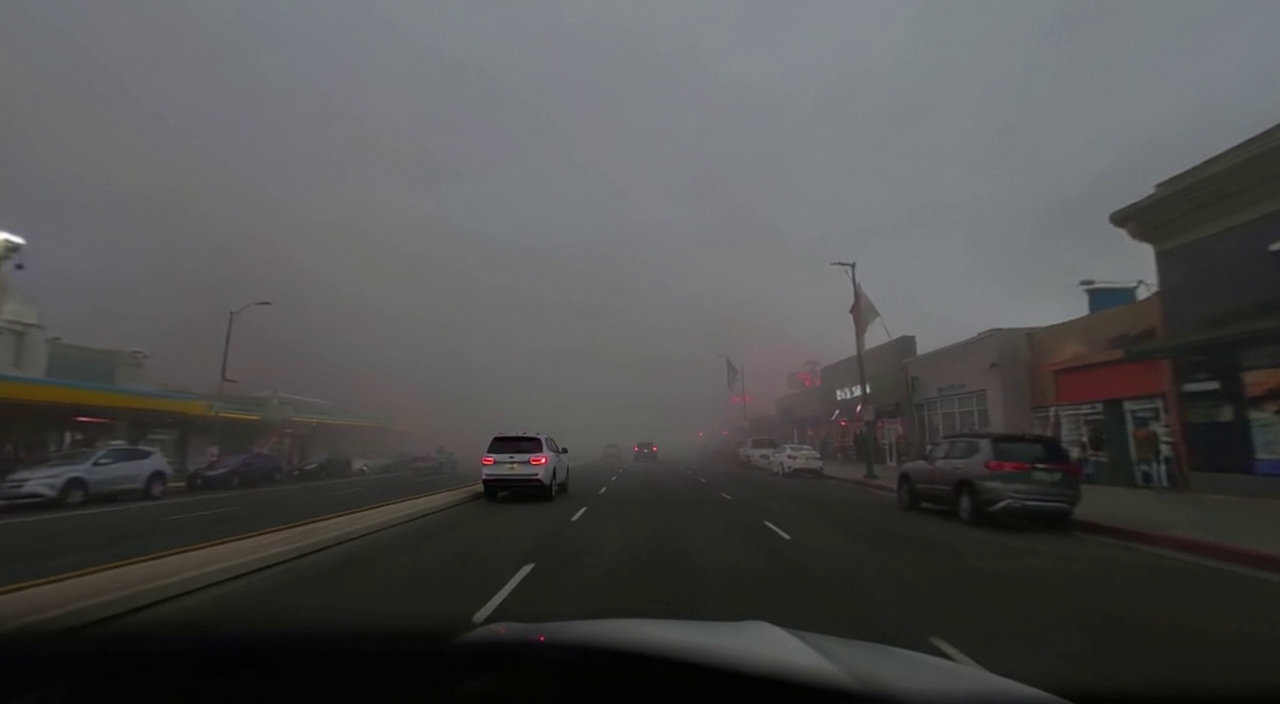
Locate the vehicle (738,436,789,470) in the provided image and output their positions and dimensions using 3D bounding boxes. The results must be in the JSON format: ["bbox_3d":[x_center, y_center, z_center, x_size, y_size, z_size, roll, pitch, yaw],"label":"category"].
[{"bbox_3d":[7.111,5.869,36.848,2.005,1.858,5.253,0,-9,0],"label":"vehicle"}]

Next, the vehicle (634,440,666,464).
[{"bbox_3d":[0.641,6.613,41.748,2.037,1.484,4.073,0,-9,0],"label":"vehicle"}]

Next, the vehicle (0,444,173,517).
[{"bbox_3d":[-17.078,3.756,19.018,2.293,1.736,4.871,-2,-6,0],"label":"vehicle"}]

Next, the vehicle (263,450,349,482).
[{"bbox_3d":[-17.007,5.809,32.362,1.788,1.475,4.737,0,-9,1],"label":"vehicle"}]

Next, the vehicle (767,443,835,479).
[{"bbox_3d":[7.048,4.801,28.032,1.871,1.478,4.272,0,-9,0],"label":"vehicle"}]

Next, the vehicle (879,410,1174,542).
[{"bbox_3d":[6.431,2.130,11.491,2.098,1.845,5.117,0,-9,0],"label":"vehicle"}]

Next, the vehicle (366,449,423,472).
[{"bbox_3d":[-16.656,7.354,43.033,2.046,1.458,4.539,0,-9,0],"label":"vehicle"}]

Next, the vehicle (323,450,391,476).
[{"bbox_3d":[-16.863,6.612,37.815,1.800,1.470,4.548,-1,-9,2],"label":"vehicle"}]

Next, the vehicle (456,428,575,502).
[{"bbox_3d":[-3.040,2.887,16.487,2.049,1.646,4.445,-1,-9,2],"label":"vehicle"}]

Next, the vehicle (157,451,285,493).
[{"bbox_3d":[-16.989,4.845,25.933,1.984,1.494,4.815,0,-9,0],"label":"vehicle"}]
